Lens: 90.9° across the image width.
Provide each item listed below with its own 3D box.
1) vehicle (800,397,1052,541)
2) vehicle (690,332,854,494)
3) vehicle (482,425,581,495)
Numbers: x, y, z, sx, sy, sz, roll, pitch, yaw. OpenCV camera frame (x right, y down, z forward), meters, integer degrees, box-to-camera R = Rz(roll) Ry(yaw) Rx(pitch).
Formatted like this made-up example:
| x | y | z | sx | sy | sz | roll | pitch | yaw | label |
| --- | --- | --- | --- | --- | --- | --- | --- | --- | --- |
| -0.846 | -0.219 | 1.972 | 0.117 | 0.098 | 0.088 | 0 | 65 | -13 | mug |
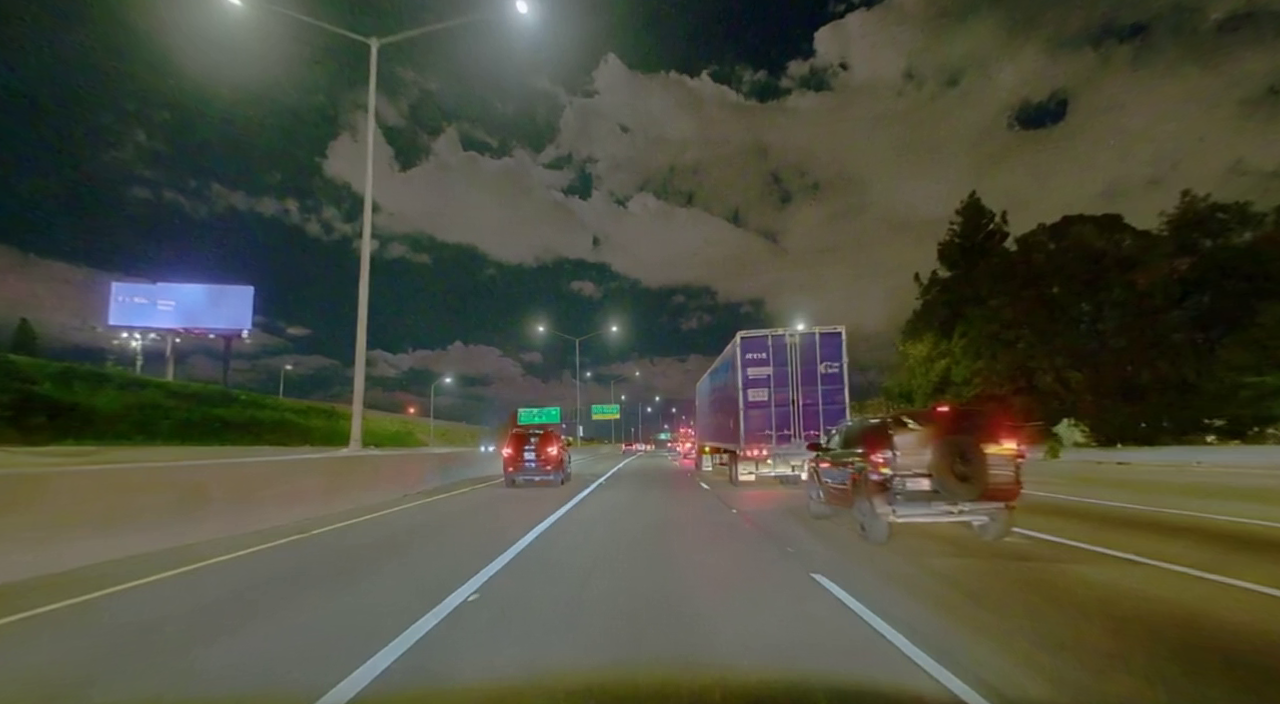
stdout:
| x | y | z | sx | sy | sz | roll | pitch | yaw | label |
| --- | --- | --- | --- | --- | --- | --- | --- | --- | --- |
| 4.017 | 1.738 | 9.802 | 1.984 | 1.737 | 4.064 | 0 | -9 | 0 | vehicle |
| 4.013 | 2.731 | 24.173 | 2.903 | 4.190 | 15.630 | 0 | -9 | 0 | vehicle |
| -2.923 | 3.042 | 18.053 | 2.006 | 1.741 | 4.277 | -1 | -9 | 1 | vehicle |
